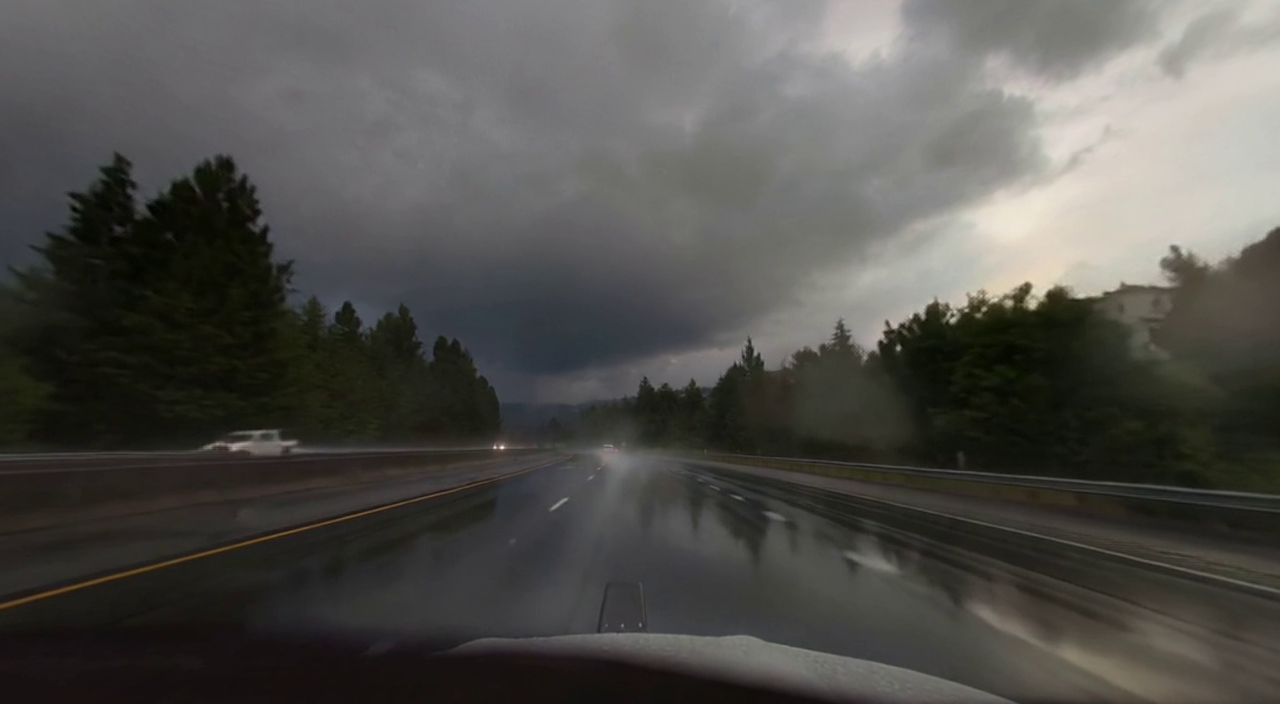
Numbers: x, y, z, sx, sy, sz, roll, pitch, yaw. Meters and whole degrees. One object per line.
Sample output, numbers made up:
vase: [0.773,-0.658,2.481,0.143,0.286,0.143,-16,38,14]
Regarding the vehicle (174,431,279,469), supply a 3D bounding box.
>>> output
vehicle: [-18.910,4.517,29.087,2.155,1.634,4.077,0,-9,-2]
